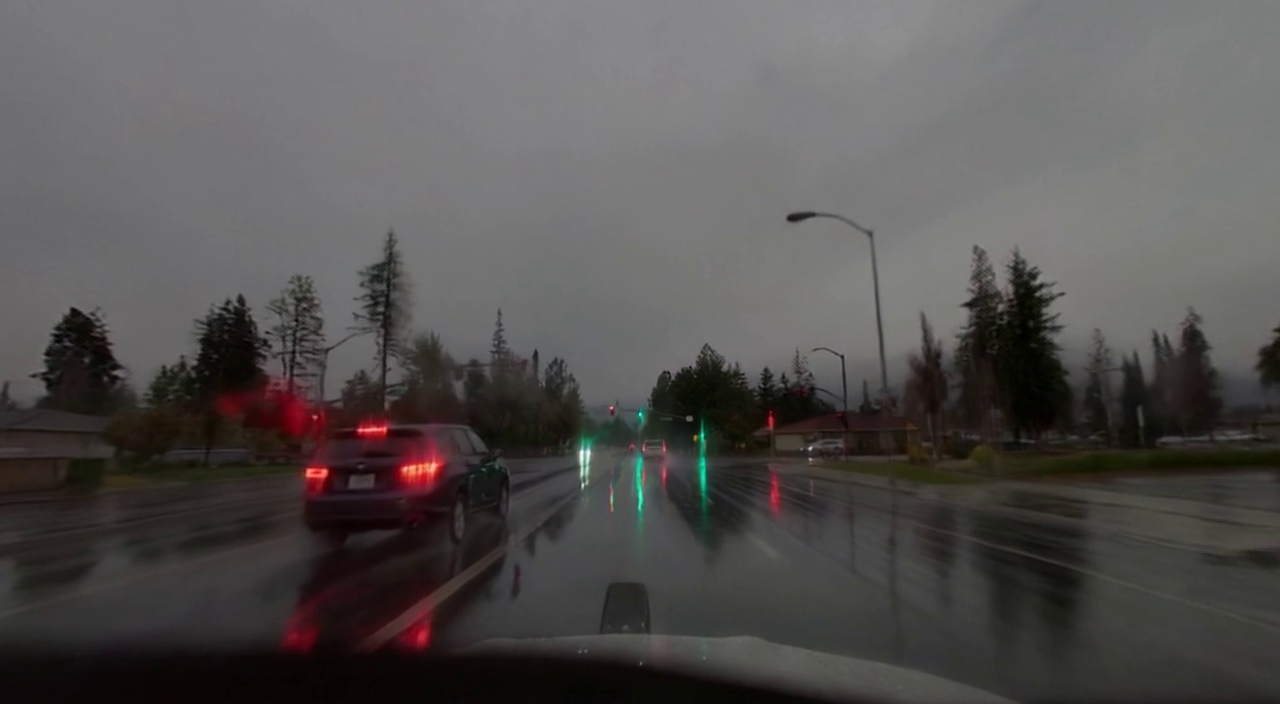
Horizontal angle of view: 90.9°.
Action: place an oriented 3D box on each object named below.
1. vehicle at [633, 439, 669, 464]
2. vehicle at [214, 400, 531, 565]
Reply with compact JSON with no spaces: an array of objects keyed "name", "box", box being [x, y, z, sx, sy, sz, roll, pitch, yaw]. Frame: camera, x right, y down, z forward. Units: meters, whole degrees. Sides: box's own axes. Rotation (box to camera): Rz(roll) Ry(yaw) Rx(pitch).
[{"name":"vehicle","box":[0.767,7.441,47.067,2.437,1.737,4.420,0,-8,-2]},{"name":"vehicle","box":[-3.471,1.864,9.808,2.459,1.825,5.380,-1,-8,2]}]
